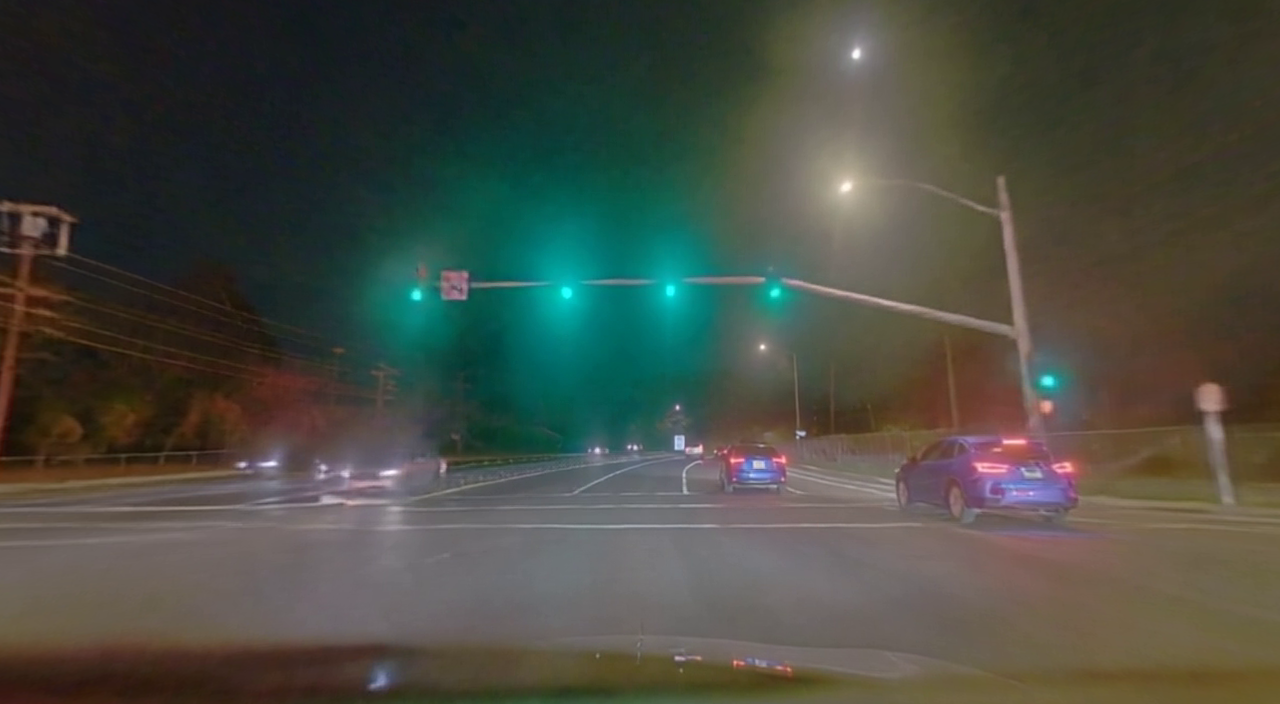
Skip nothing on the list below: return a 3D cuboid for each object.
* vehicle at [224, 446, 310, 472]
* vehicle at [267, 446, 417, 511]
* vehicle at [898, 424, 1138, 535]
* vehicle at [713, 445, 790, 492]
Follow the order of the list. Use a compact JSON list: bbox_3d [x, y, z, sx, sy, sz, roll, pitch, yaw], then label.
[{"bbox_3d":[-23.057,6.610,39.306,2.125,1.493,4.547,-2,-9,9],"label":"vehicle"},{"bbox_3d":[-8.611,3.652,18.887,1.933,1.502,4.946,3,-8,2],"label":"vehicle"},{"bbox_3d":[7.080,2.424,12.566,2.029,1.795,4.371,0,-9,0],"label":"vehicle"},{"bbox_3d":[3.818,4.050,22.385,2.035,1.460,4.392,0,-9,2],"label":"vehicle"}]
